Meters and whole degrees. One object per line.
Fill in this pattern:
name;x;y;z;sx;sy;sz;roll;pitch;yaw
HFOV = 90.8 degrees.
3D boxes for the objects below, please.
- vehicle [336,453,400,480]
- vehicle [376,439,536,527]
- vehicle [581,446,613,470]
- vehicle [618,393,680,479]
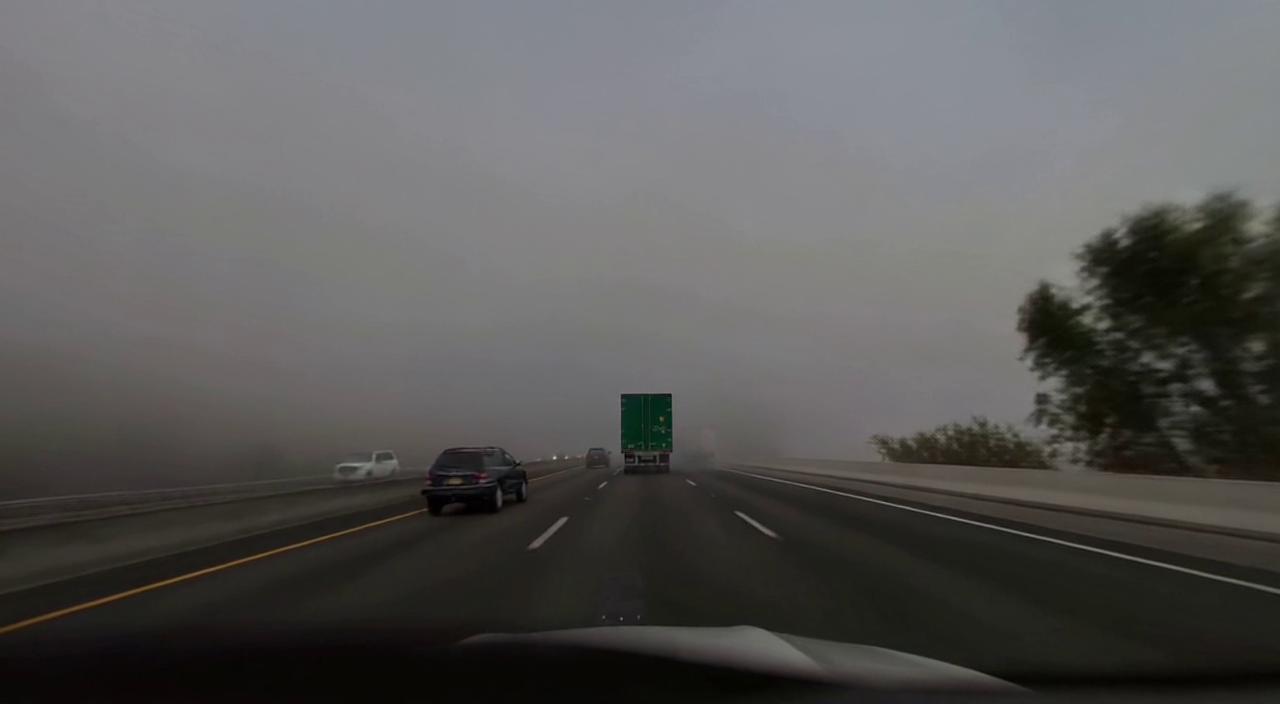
vehicle;-18.258;7.684;42.621;2.015;1.655;5.025;0;-9;1
vehicle;-3.572;2.613;13.125;2.050;1.517;3.996;0;-9;1
vehicle;-3.225;8.110;48.421;2.173;1.657;4.401;0;-9;-1
vehicle;0.417;4.801;35.287;2.932;4.042;11.054;0;-9;0
